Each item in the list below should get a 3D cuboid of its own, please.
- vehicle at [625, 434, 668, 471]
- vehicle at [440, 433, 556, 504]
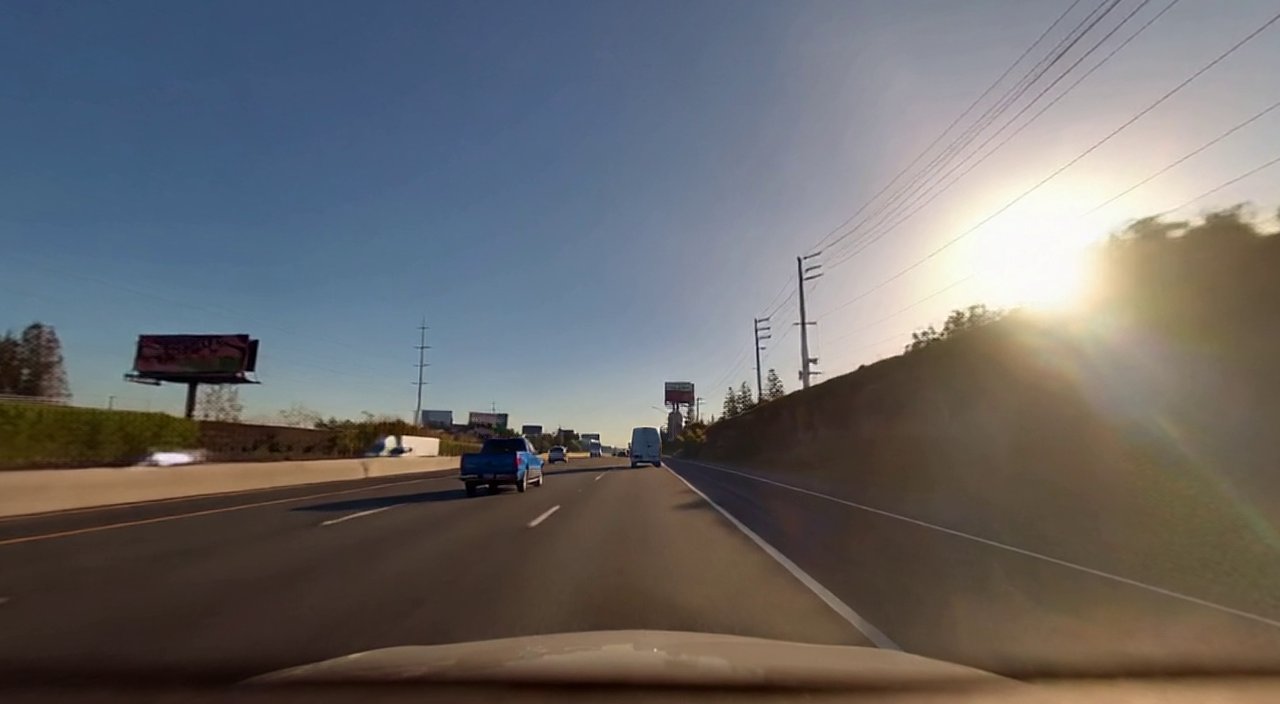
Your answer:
[{"bbox_3d":[0.412,6.720,42.263,2.692,2.279,5.695,0,-9,0],"label":"vehicle"},{"bbox_3d":[-3.851,3.265,18.035,2.145,1.730,4.729,0,-9,1],"label":"vehicle"}]
